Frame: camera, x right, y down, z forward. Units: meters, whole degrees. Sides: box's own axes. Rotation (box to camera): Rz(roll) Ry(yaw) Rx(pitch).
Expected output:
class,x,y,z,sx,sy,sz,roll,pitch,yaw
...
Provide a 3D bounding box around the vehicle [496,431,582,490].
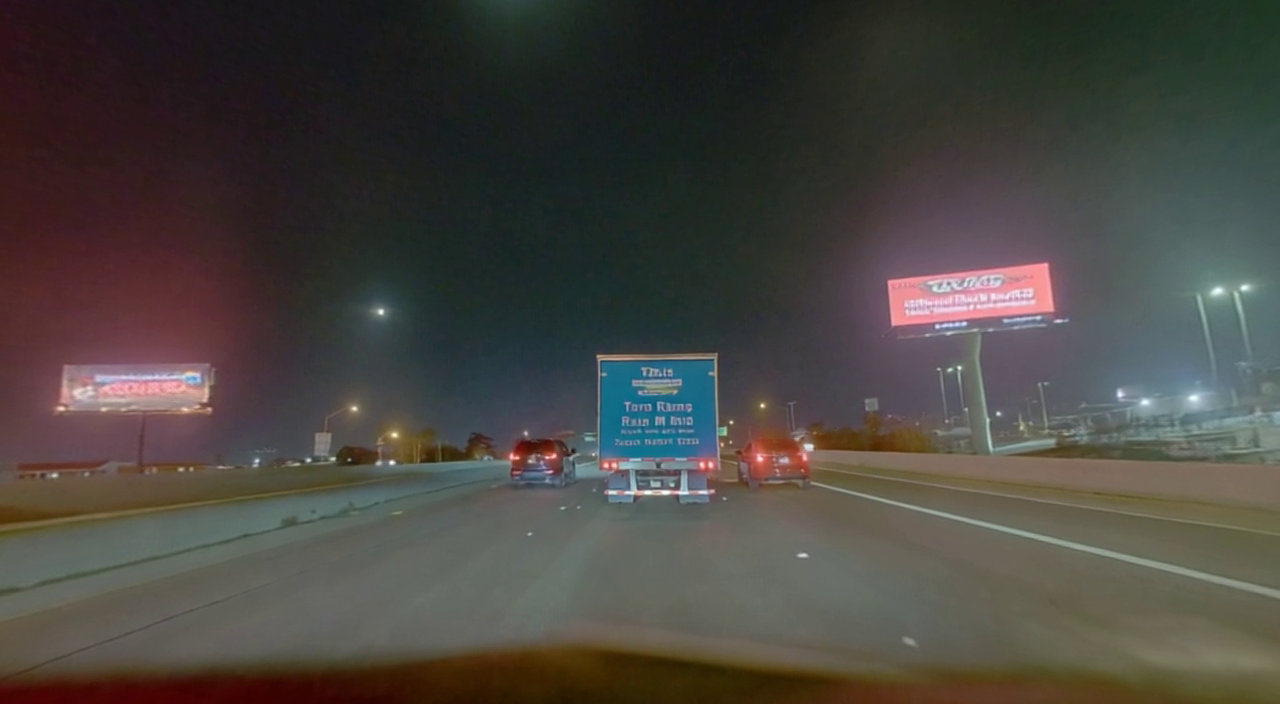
class,x,y,z,sx,sy,sz,roll,pitch,yaw
vehicle,-3.281,3.618,21.449,2.030,1.757,4.509,0,-8,2

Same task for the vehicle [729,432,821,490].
class,x,y,z,sx,sy,sz,roll,pitch,yaw
vehicle,4.301,3.536,20.840,2.066,1.692,4.339,0,-8,0

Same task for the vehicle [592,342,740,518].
class,x,y,z,sx,sy,sz,roll,pitch,yaw
vehicle,0.589,2.062,16.179,2.733,3.296,8.571,0,-8,2
